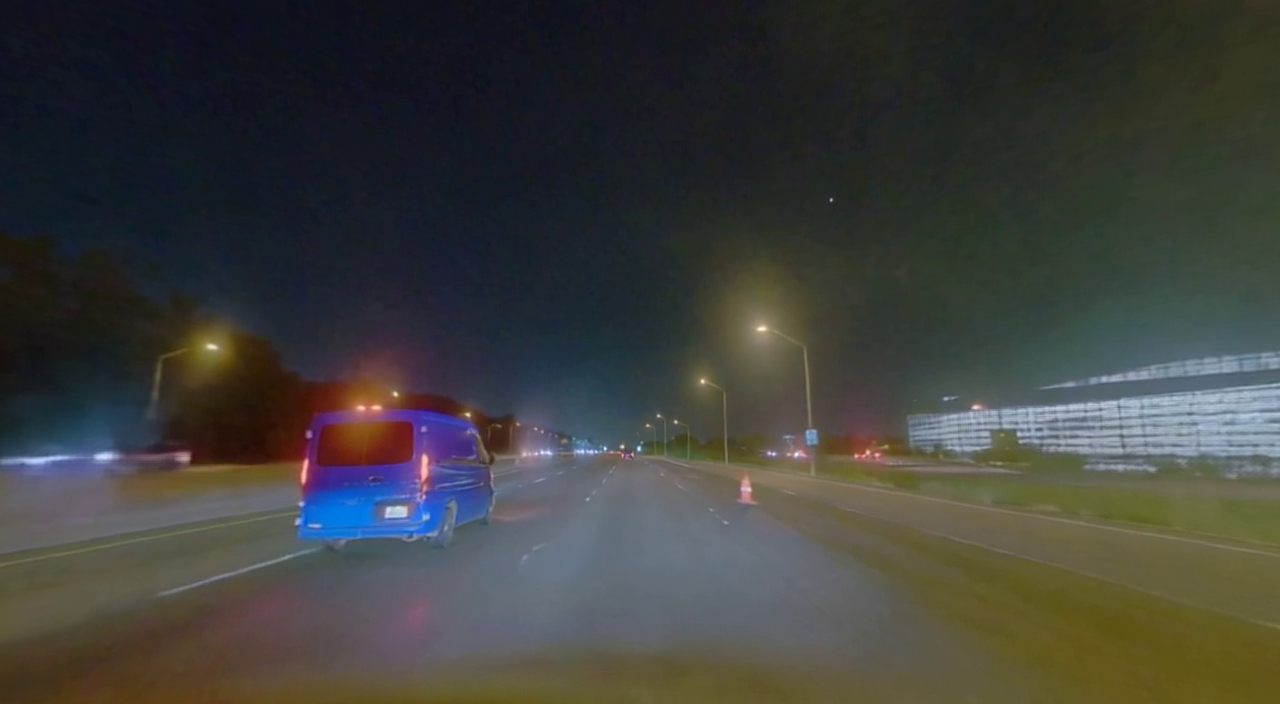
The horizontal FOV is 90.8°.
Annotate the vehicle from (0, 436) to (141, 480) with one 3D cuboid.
[{"bbox_3d":[-23.789,4.418,26.489,1.926,1.681,4.655,0,-9,-1],"label":"vehicle"}]

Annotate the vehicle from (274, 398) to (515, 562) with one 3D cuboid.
[{"bbox_3d":[-3.442,1.913,10.020,2.046,1.982,4.465,0,-9,-1],"label":"vehicle"}]
